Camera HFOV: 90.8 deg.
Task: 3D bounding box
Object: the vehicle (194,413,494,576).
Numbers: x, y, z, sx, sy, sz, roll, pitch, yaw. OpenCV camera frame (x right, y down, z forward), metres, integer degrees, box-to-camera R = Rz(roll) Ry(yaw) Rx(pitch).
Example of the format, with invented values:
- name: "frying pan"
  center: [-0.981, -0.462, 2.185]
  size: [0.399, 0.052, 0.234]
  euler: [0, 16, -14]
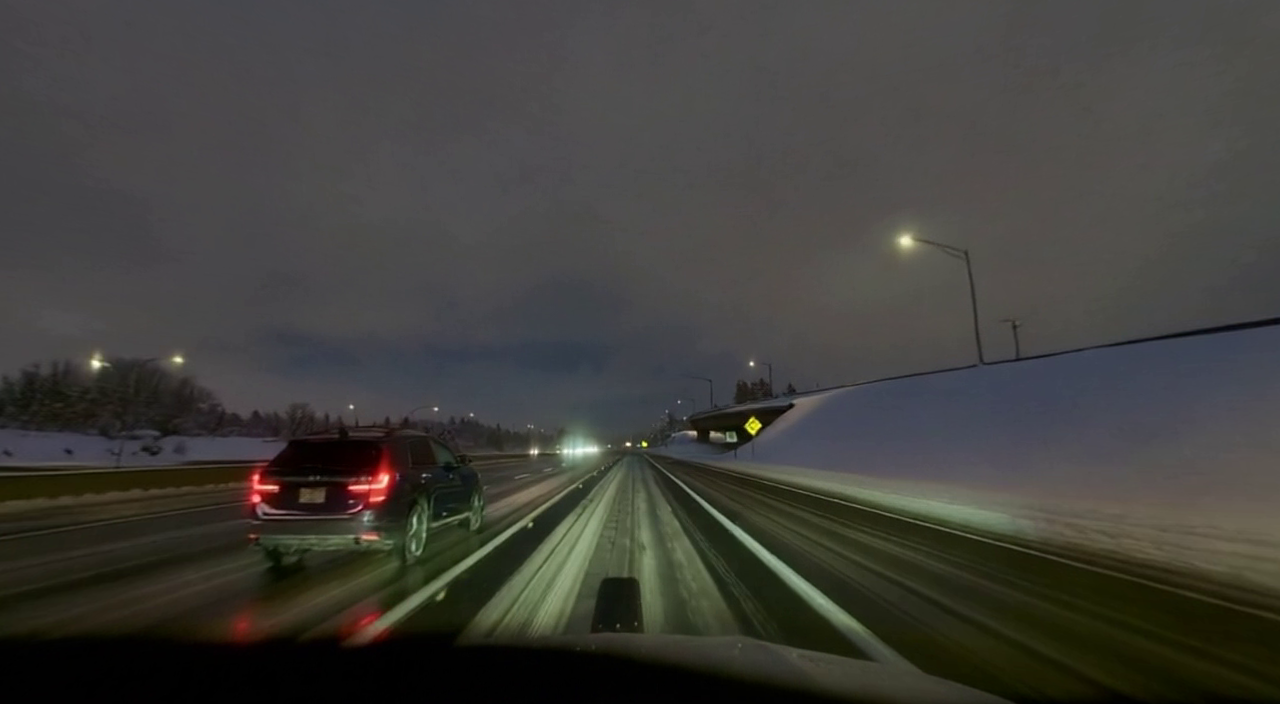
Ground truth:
- name: "vehicle"
  center: [-3.649, 1.835, 8.939]
  size: [2.178, 1.699, 4.321]
  euler: [0, -8, -1]
